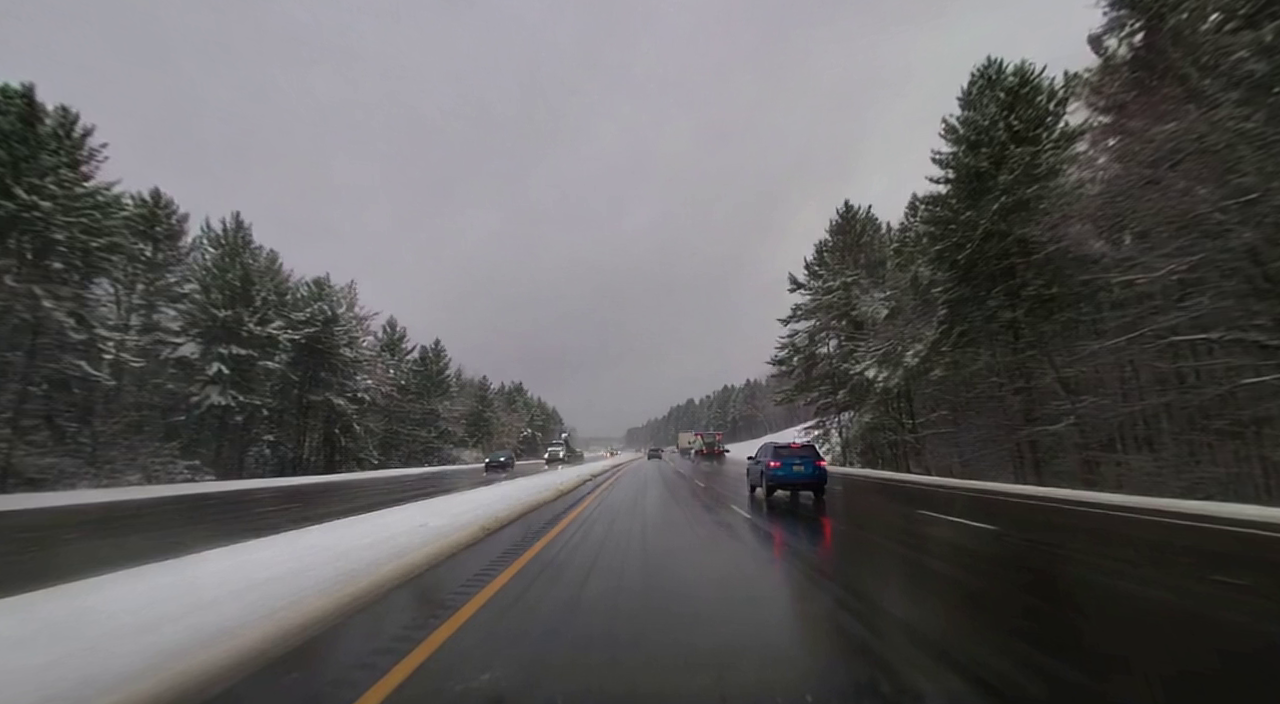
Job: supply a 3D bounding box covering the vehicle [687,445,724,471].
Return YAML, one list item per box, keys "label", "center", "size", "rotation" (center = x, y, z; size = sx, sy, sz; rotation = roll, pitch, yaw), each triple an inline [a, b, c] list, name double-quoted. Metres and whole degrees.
- label: "vehicle"
  center: [4.401, 7.215, 42.964]
  size: [2.022, 1.658, 4.132]
  rotation: [0, -9, 0]

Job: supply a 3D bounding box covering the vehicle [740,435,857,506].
- label: "vehicle"
  center: [3.999, 3.070, 16.699]
  size: [2.005, 1.604, 4.002]
  rotation: [0, -9, -1]
